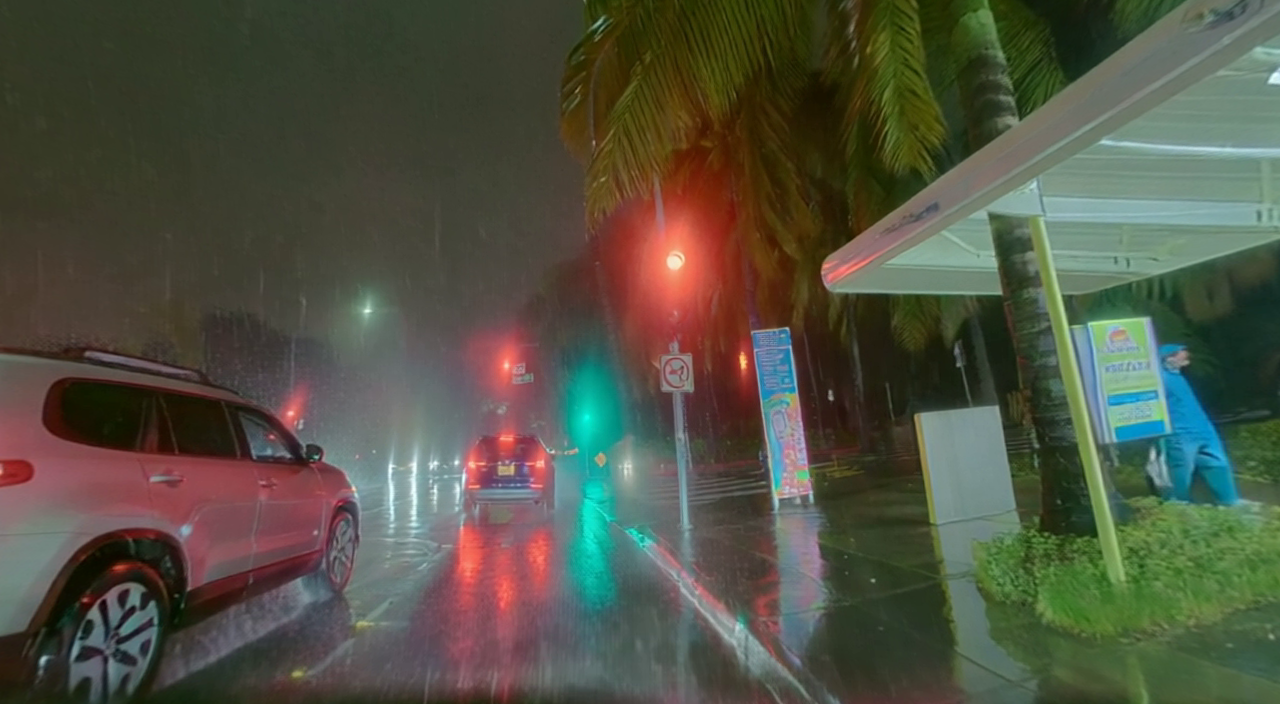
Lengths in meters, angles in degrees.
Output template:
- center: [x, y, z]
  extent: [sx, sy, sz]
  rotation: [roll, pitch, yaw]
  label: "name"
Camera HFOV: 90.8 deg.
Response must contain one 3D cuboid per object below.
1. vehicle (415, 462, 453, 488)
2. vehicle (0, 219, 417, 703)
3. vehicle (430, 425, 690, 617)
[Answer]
- center: [-14.624, 8.687, 44.982]
  extent: [1.964, 1.642, 4.085]
  rotation: [1, -9, -10]
  label: "vehicle"
- center: [-2.763, 0.907, 3.219]
  extent: [2.098, 1.851, 4.571]
  rotation: [1, -9, -7]
  label: "vehicle"
- center: [-1.024, 1.650, 7.238]
  extent: [2.065, 1.467, 4.289]
  rotation: [2, -9, -11]
  label: "vehicle"
